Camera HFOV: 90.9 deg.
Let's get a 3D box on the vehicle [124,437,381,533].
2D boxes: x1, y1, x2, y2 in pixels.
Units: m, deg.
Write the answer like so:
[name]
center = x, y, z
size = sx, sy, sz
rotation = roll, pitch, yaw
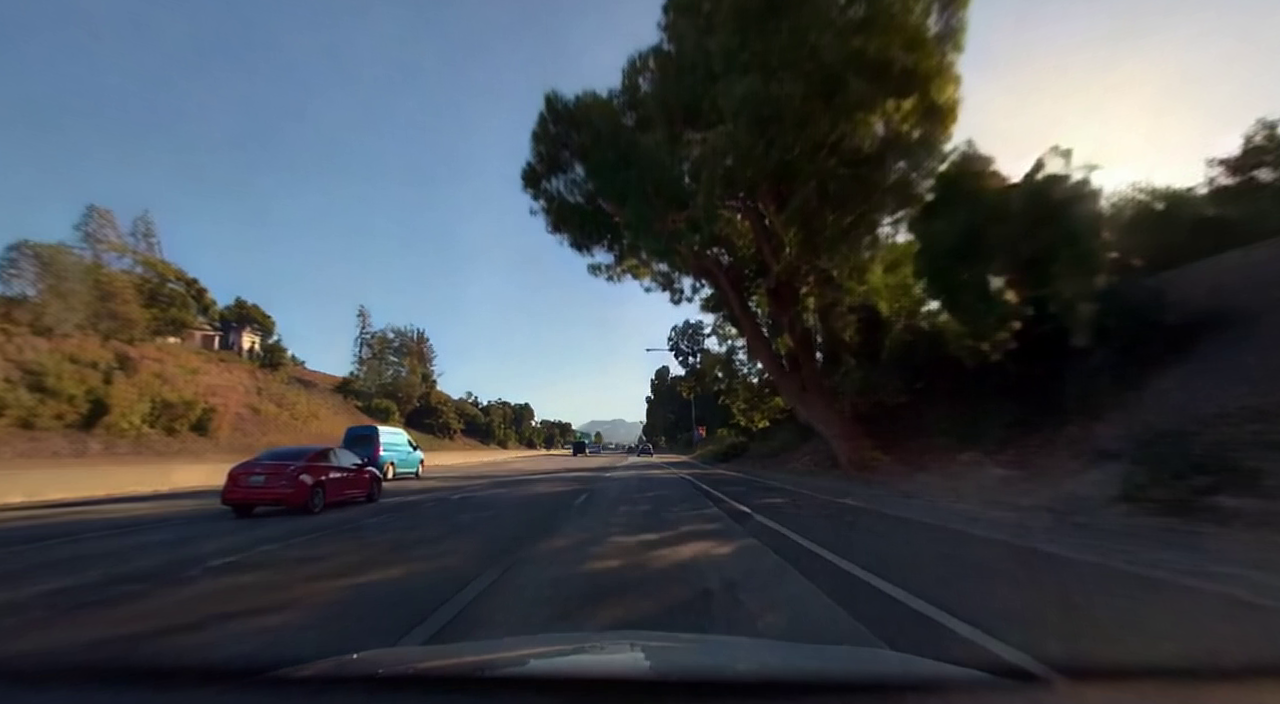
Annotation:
[vehicle]
center = -7.064, 2.444, 12.307
size = 1.981, 1.486, 4.735
rotation = 0, -8, 0
